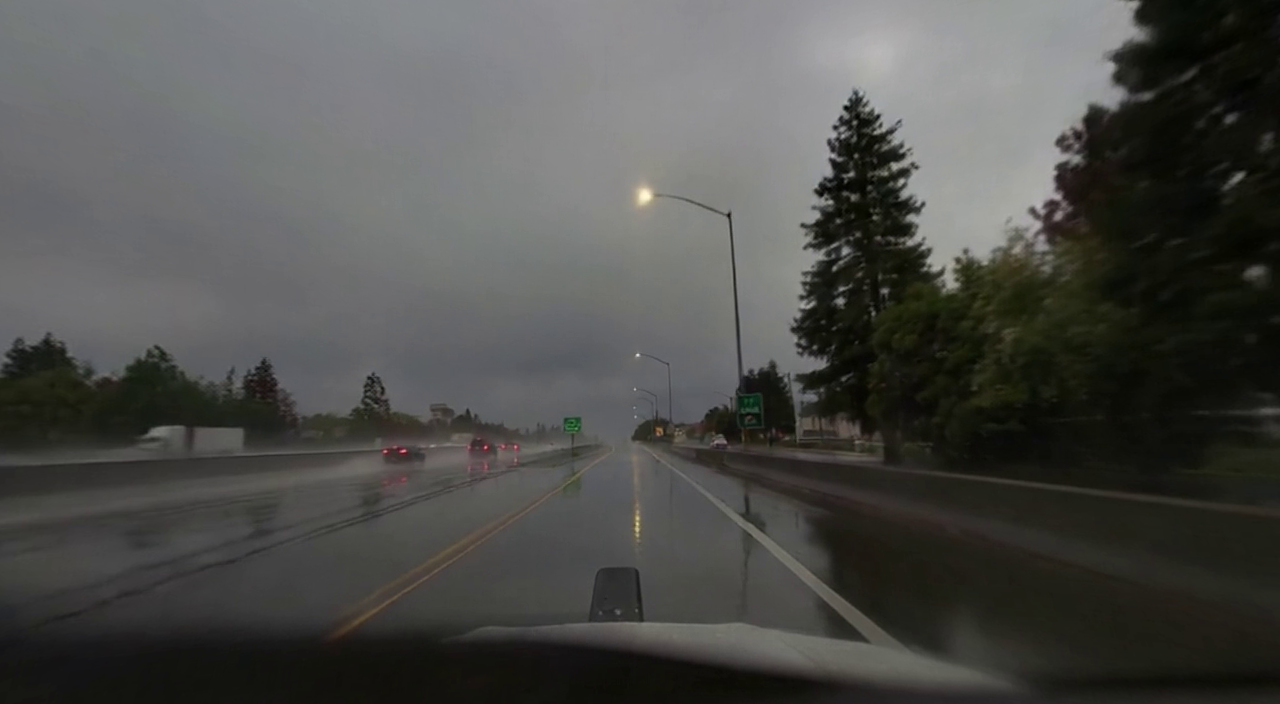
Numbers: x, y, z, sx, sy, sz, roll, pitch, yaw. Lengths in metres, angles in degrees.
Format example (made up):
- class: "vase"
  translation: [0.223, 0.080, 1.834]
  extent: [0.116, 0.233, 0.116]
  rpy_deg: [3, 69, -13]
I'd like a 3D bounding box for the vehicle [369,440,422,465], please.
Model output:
- class: "vehicle"
  translation: [-17.902, 7.341, 46.512]
  extent: [2.126, 1.671, 5.173]
  rpy_deg: [0, -8, -4]
